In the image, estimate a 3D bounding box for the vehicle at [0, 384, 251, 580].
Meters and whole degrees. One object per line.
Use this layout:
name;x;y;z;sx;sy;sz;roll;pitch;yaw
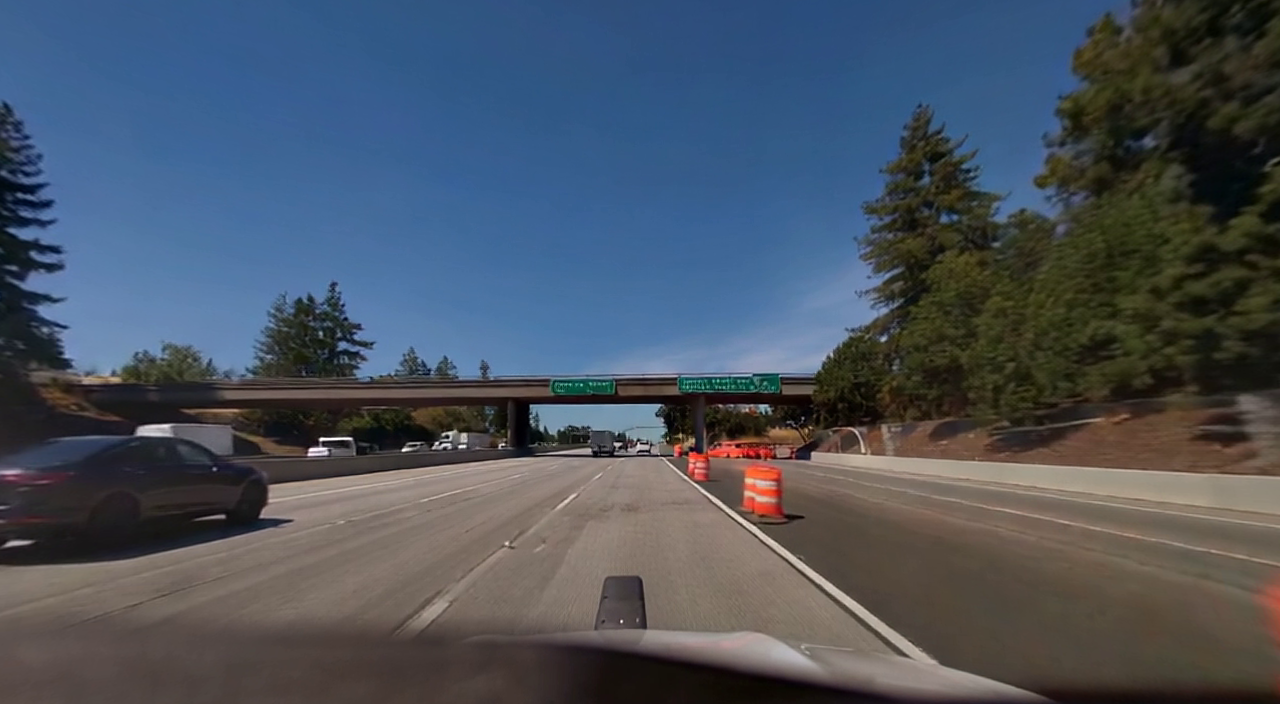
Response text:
vehicle;-6.890;1.348;6.853;2.103;1.775;4.966;0;-9;0

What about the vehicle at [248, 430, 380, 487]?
vehicle;-10.500;3.455;20.709;1.964;1.662;4.367;0;-8;0
